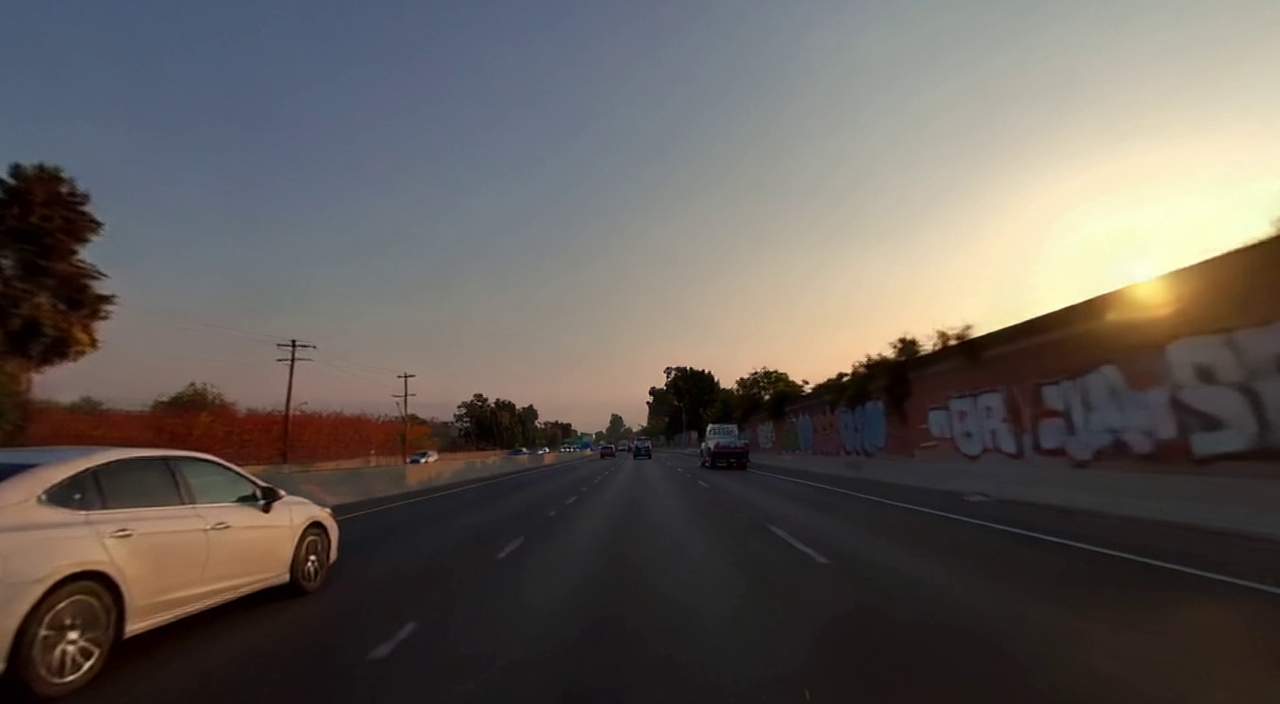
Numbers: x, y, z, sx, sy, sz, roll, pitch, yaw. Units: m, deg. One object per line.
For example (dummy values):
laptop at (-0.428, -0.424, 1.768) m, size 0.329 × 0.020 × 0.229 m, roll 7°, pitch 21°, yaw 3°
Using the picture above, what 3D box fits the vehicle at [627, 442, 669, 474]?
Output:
vehicle at (0.404, 5.364, 32.126) m, size 2.009 × 1.506 × 4.091 m, roll 0°, pitch -9°, yaw 0°

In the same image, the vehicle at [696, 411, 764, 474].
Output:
vehicle at (4.504, 4.739, 32.894) m, size 2.549 × 2.931 × 6.310 m, roll 0°, pitch -9°, yaw 0°

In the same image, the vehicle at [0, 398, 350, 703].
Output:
vehicle at (-3.655, 1.060, 3.456) m, size 2.023 × 1.444 × 4.379 m, roll 0°, pitch -9°, yaw 0°
